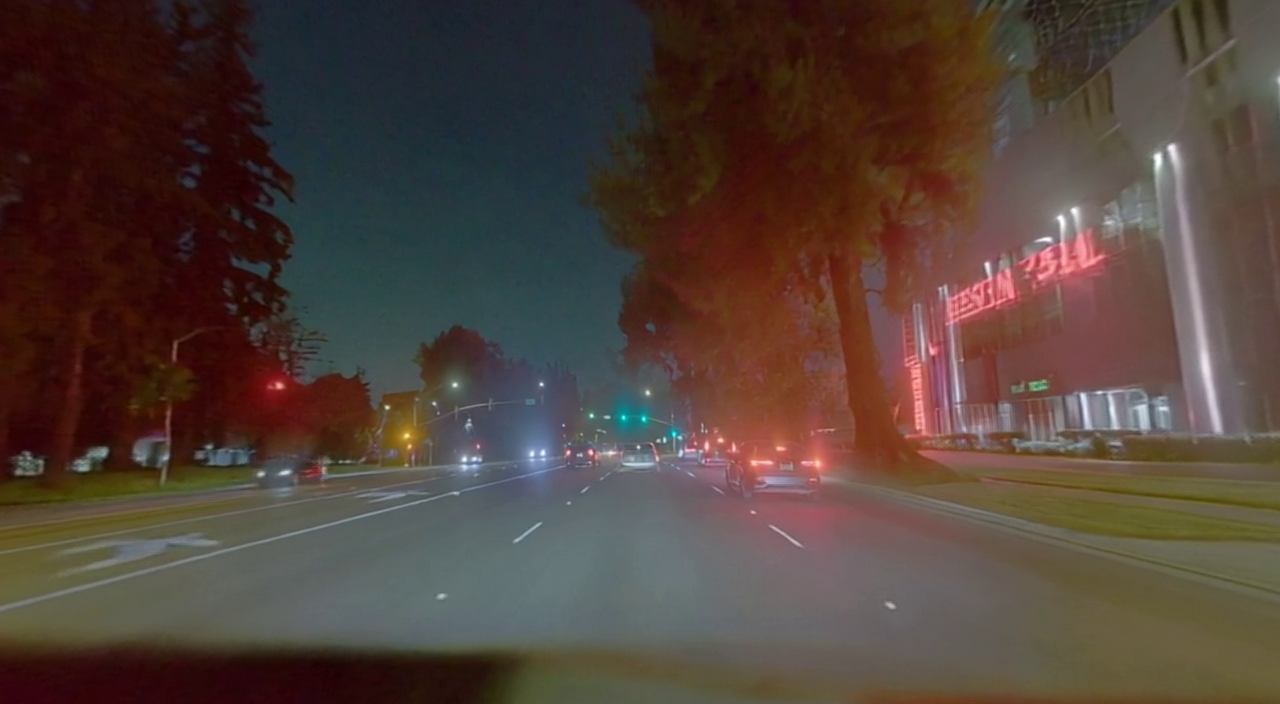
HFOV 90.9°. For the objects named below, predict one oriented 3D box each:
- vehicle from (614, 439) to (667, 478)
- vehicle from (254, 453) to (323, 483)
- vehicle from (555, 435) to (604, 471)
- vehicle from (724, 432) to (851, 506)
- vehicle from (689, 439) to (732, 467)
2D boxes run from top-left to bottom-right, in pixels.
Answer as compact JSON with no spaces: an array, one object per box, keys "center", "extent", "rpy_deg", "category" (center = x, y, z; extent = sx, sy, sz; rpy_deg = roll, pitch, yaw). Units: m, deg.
[{"center":[0.082,4.233,25.304],"extent":[1.971,1.433,3.923],"rpy_deg":[-1,-8,2],"category":"vehicle"},{"center":[-22.649,7.475,40.817],"extent":[1.898,1.743,4.365],"rpy_deg":[-1,-8,1],"category":"vehicle"},{"center":[-3.108,5.253,33.073],"extent":[2.023,1.720,4.452],"rpy_deg":[-1,-8,2],"category":"vehicle"},{"center":[3.308,2.715,15.084],"extent":[1.948,1.474,4.360],"rpy_deg":[0,-8,0],"category":"vehicle"},{"center":[3.934,5.741,36.025],"extent":[1.913,1.463,4.198],"rpy_deg":[0,-8,-1],"category":"vehicle"}]
